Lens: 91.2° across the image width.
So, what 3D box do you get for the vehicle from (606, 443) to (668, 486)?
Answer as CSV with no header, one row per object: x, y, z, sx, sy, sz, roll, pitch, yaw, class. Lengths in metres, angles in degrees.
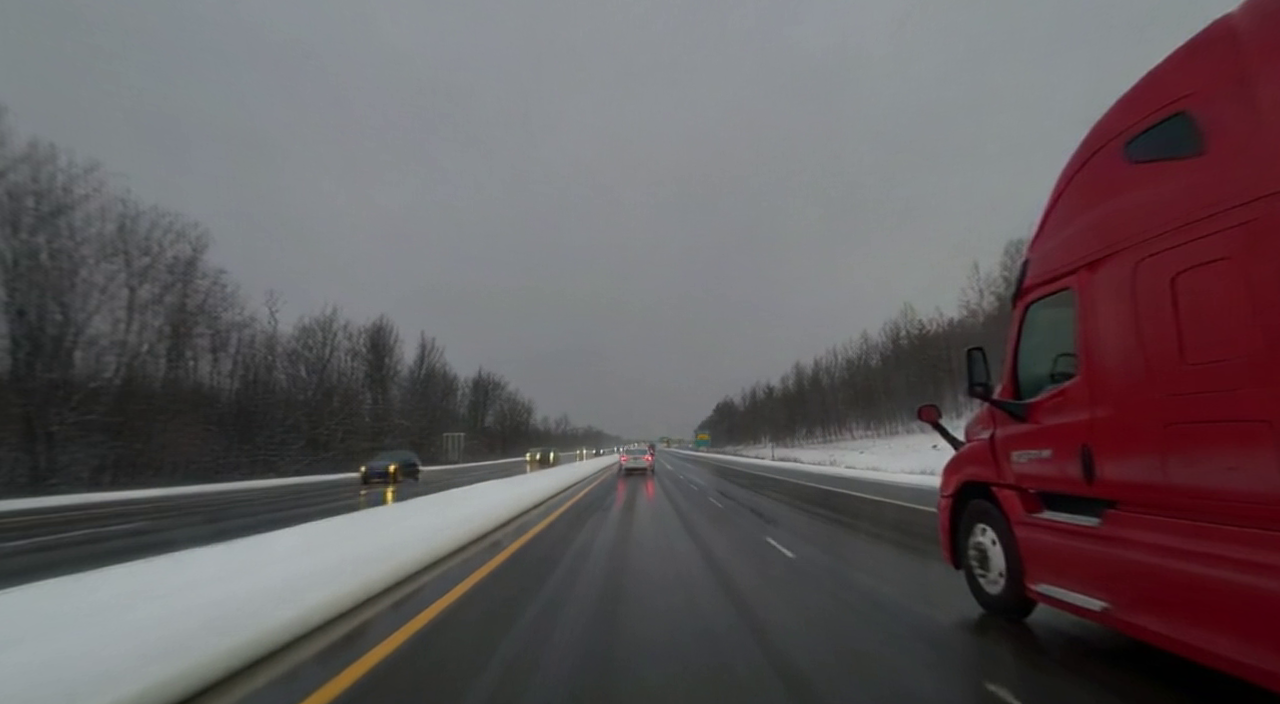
-0.142,4.394,24.692,2.244,1.506,4.097,0,-9,-1,vehicle

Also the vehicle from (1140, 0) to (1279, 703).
4.458,-0.570,0.228,3.351,3.699,5.995,0,-9,-1,vehicle

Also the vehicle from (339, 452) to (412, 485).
-13.254,5.808,31.663,1.890,1.513,4.081,0,-9,0,vehicle
